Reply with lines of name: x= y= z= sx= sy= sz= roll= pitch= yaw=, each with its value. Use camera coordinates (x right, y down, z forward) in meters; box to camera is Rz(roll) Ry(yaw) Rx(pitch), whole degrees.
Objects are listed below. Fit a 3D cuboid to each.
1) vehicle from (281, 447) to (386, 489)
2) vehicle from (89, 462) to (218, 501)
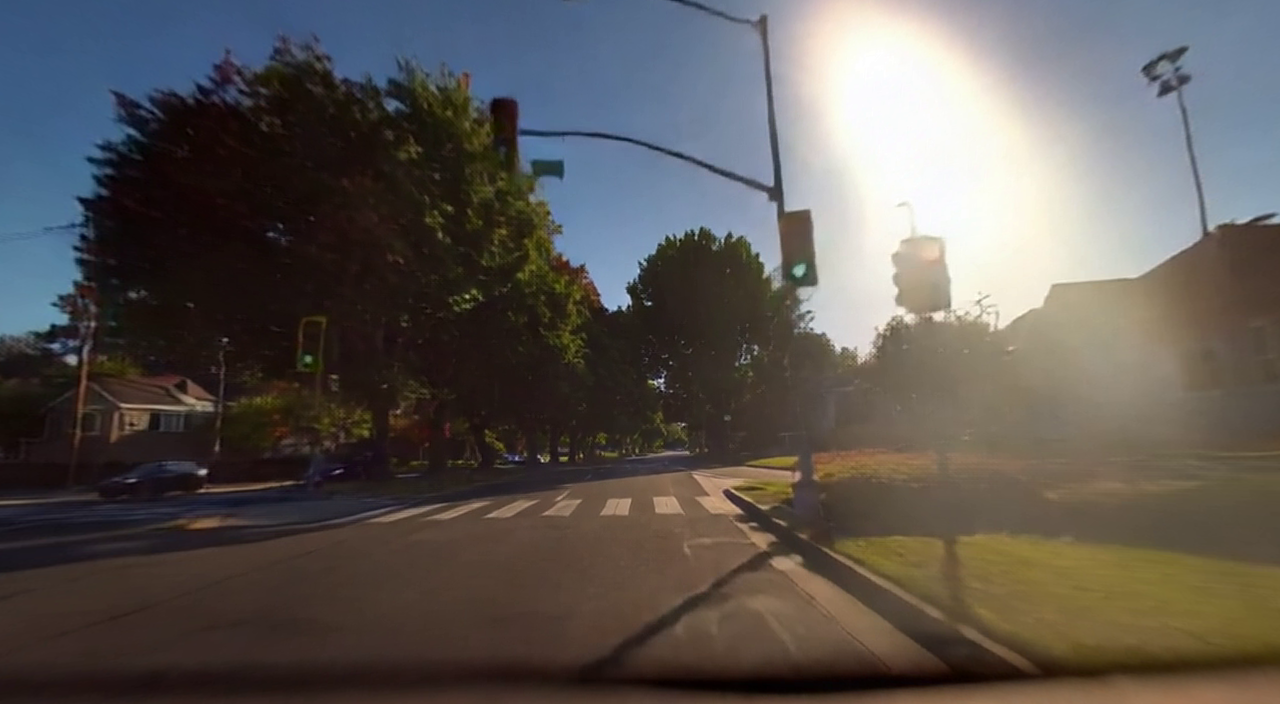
vehicle: x=-14.400 y=5.451 z=30.083 sx=2.106 sy=1.782 sz=4.974 roll=-1 pitch=-8 yaw=5
vehicle: x=-22.925 y=6.071 z=29.955 sx=1.862 sy=1.529 sz=4.370 roll=-4 pitch=-9 yaw=25
